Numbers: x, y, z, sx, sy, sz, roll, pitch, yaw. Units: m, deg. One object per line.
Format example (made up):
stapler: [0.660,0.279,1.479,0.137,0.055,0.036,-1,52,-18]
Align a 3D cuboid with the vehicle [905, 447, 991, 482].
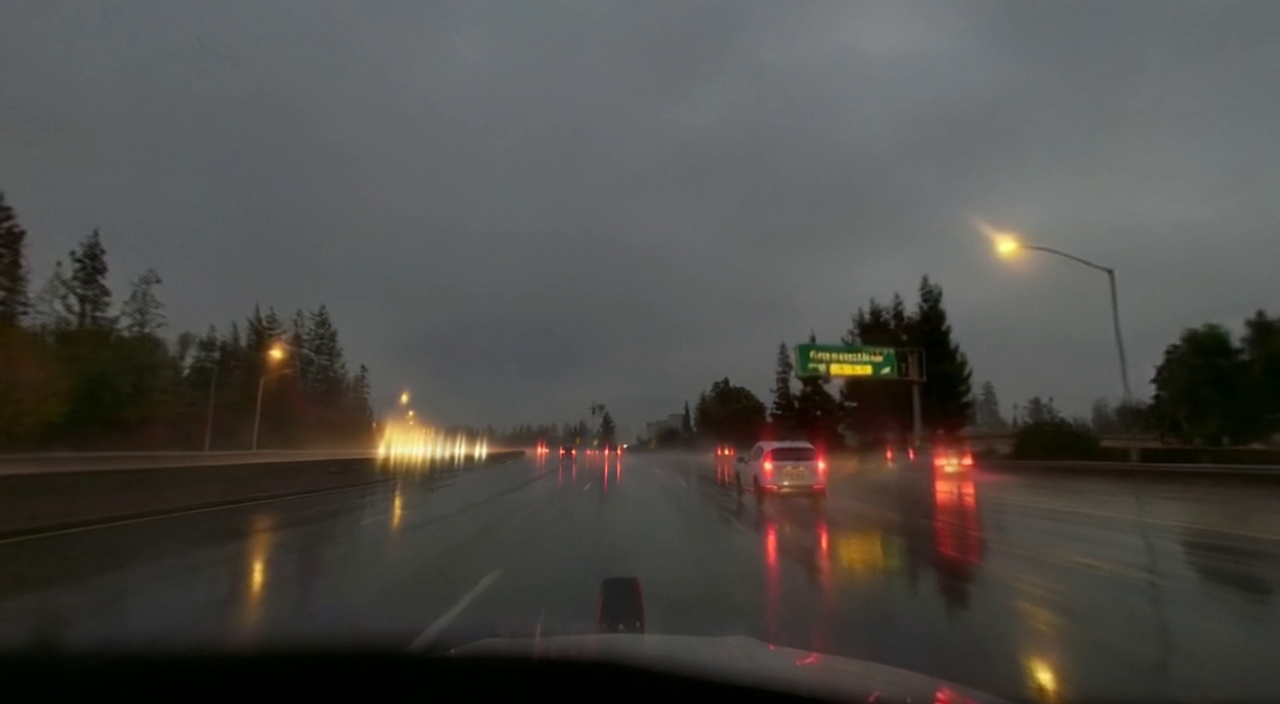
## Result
vehicle: [14.300,5.223,29.532,1.878,1.486,4.636,0,-9,3]

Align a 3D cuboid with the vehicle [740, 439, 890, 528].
vehicle: [3.418,2.644,13.152,1.975,1.562,3.823,0,-9,-1]
